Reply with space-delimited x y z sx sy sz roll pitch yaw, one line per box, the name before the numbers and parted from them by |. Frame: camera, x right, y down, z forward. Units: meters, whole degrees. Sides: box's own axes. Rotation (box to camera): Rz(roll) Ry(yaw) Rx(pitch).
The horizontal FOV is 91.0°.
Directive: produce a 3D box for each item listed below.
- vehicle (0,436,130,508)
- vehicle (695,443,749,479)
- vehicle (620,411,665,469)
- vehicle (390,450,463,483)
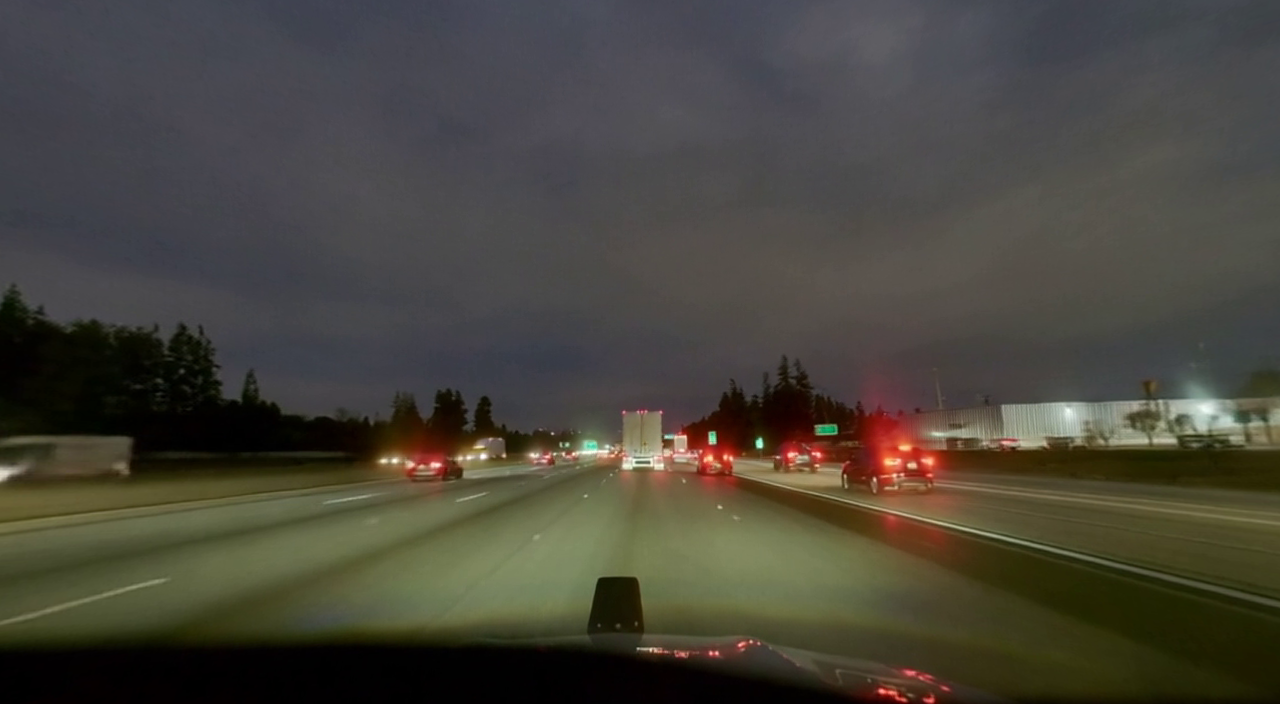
vehicle | -17.065 3.247 17.332 2.130 1.783 4.698 0 -9 -2
vehicle | 4.080 5.506 32.022 2.107 1.707 4.445 0 -9 0
vehicle | 0.342 6.791 48.286 3.012 3.928 10.262 0 -9 2
vehicle | -10.617 5.695 31.644 2.015 1.521 4.550 0 -9 1
